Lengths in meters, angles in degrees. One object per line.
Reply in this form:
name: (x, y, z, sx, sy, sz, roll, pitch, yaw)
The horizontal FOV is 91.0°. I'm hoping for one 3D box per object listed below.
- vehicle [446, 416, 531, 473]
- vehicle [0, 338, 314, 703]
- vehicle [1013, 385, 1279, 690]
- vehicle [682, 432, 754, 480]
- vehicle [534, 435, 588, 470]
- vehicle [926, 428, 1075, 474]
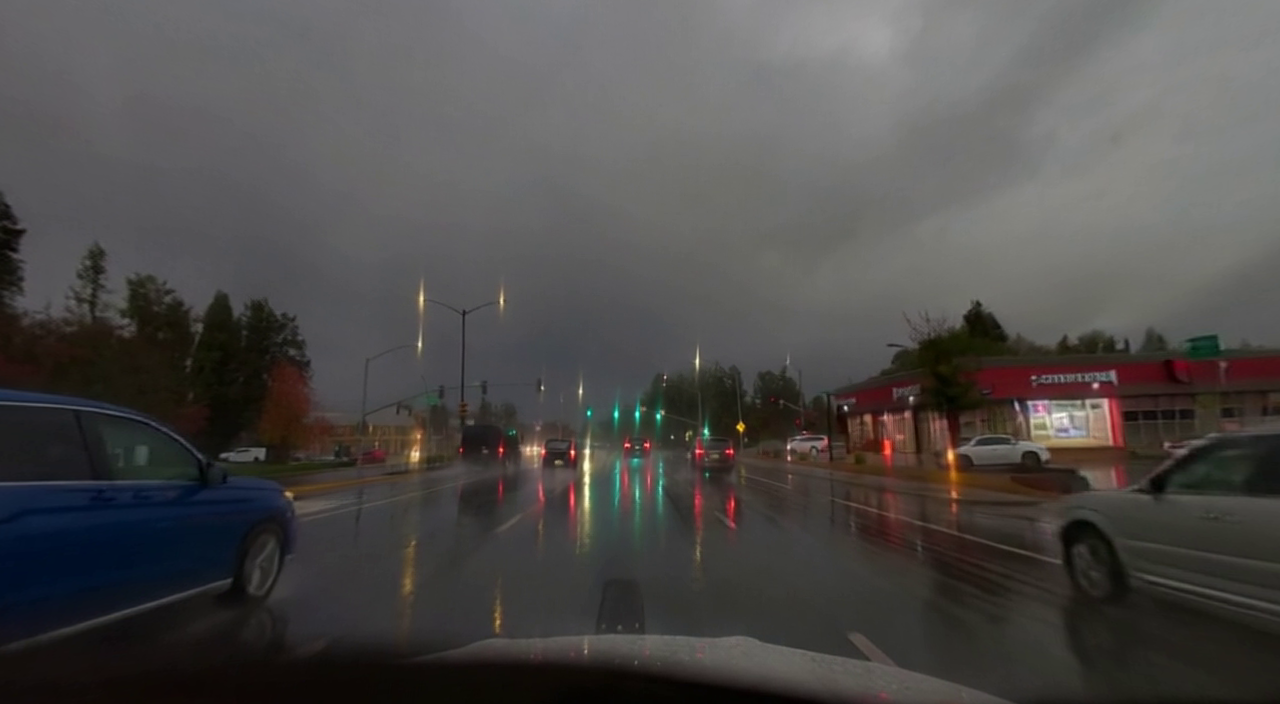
vehicle: (-7.609, 4.799, 32.624, 2.863, 2.592, 6.410, 0, -9, -1)
vehicle: (-3.927, 0.903, 3.408, 2.038, 1.748, 4.303, 0, -9, -1)
vehicle: (4.573, 1.067, 3.730, 2.080, 1.661, 4.324, 0, -9, 1)
vehicle: (3.074, 4.250, 25.941, 2.167, 1.792, 4.835, 1, -9, -2)
vehicle: (-4.031, 5.265, 33.059, 2.133, 1.677, 4.727, 0, -9, 1)
vehicle: (14.426, 3.993, 25.407, 4.626, 1.562, 2.159, -2, -8, -3)
